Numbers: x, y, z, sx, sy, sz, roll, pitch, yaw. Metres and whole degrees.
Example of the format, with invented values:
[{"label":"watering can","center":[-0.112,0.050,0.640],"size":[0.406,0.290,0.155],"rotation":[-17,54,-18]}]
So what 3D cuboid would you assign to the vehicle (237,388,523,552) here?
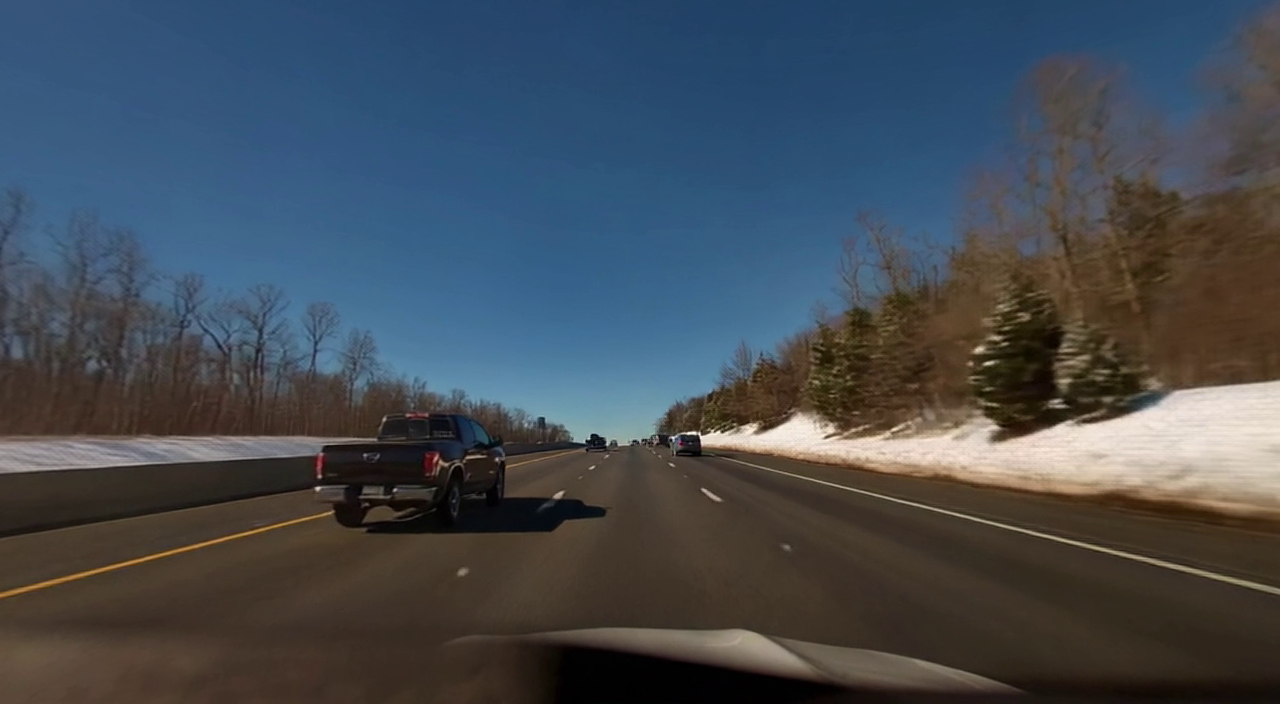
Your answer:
[{"label":"vehicle","center":[-3.247,1.590,9.193],"size":[2.185,1.772,4.656],"rotation":[0,-8,0]}]

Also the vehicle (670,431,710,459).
[{"label":"vehicle","center":[3.169,5.969,40.539],"size":[2.124,1.696,4.173],"rotation":[0,-8,-2]}]
